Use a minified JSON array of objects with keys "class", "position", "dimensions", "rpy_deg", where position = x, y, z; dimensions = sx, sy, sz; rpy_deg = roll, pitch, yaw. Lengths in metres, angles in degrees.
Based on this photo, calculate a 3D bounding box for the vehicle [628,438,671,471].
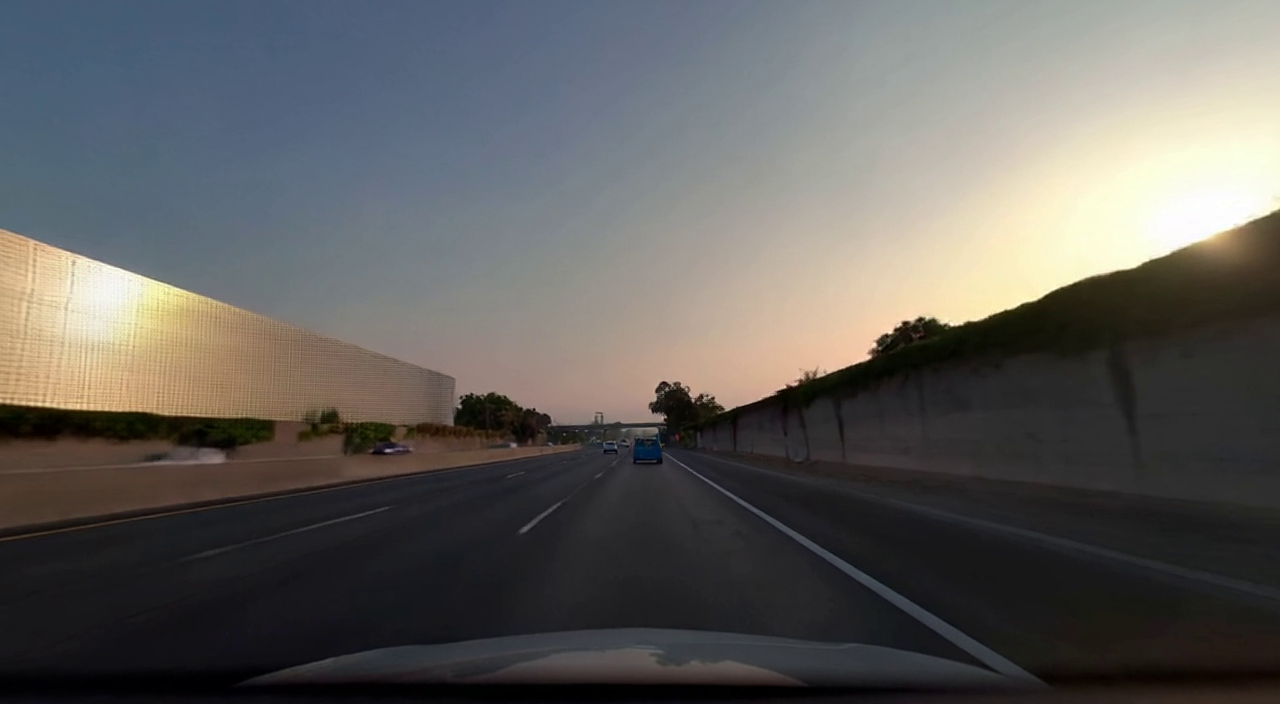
[{"class":"vehicle","position":[0.457,5.003,30.887],"dimensions":[1.997,1.484,3.409],"rpy_deg":[0,-8,1]}]
